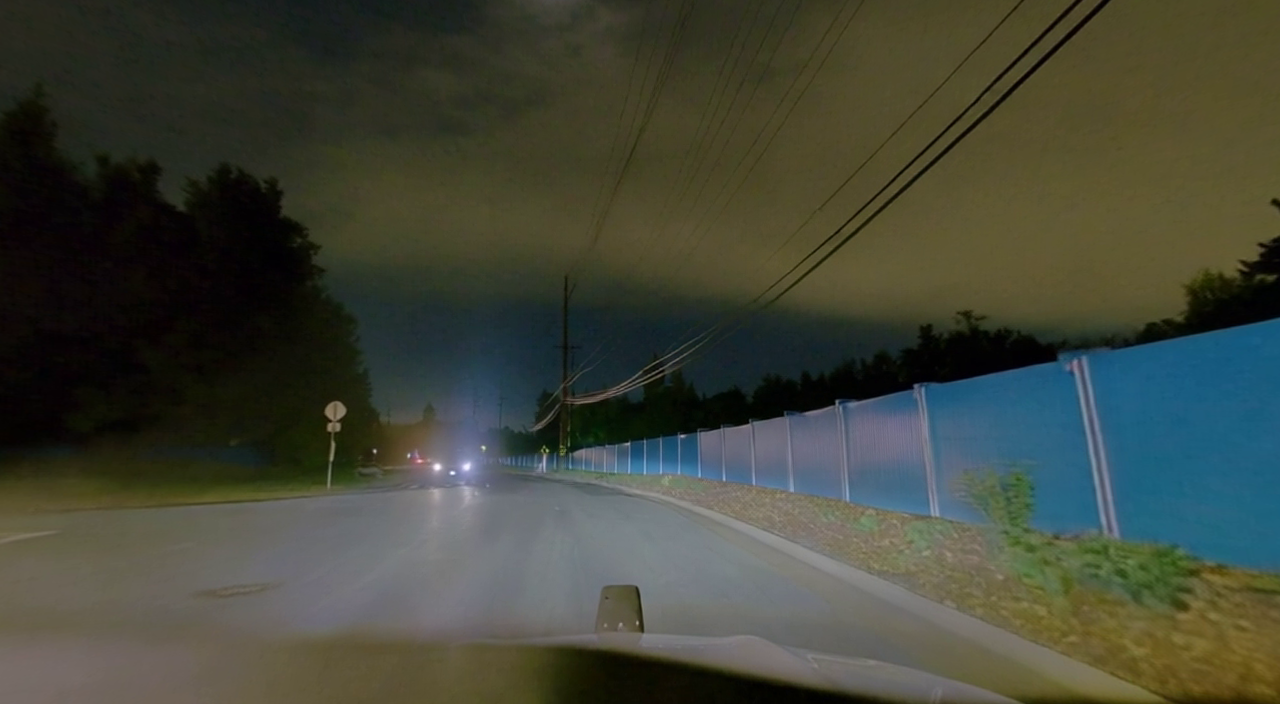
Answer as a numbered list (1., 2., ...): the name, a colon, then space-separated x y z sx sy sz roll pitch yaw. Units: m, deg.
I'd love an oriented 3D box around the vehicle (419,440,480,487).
1. vehicle: -8.364 4.904 28.079 2.185 1.901 4.177 2 -9 -12
